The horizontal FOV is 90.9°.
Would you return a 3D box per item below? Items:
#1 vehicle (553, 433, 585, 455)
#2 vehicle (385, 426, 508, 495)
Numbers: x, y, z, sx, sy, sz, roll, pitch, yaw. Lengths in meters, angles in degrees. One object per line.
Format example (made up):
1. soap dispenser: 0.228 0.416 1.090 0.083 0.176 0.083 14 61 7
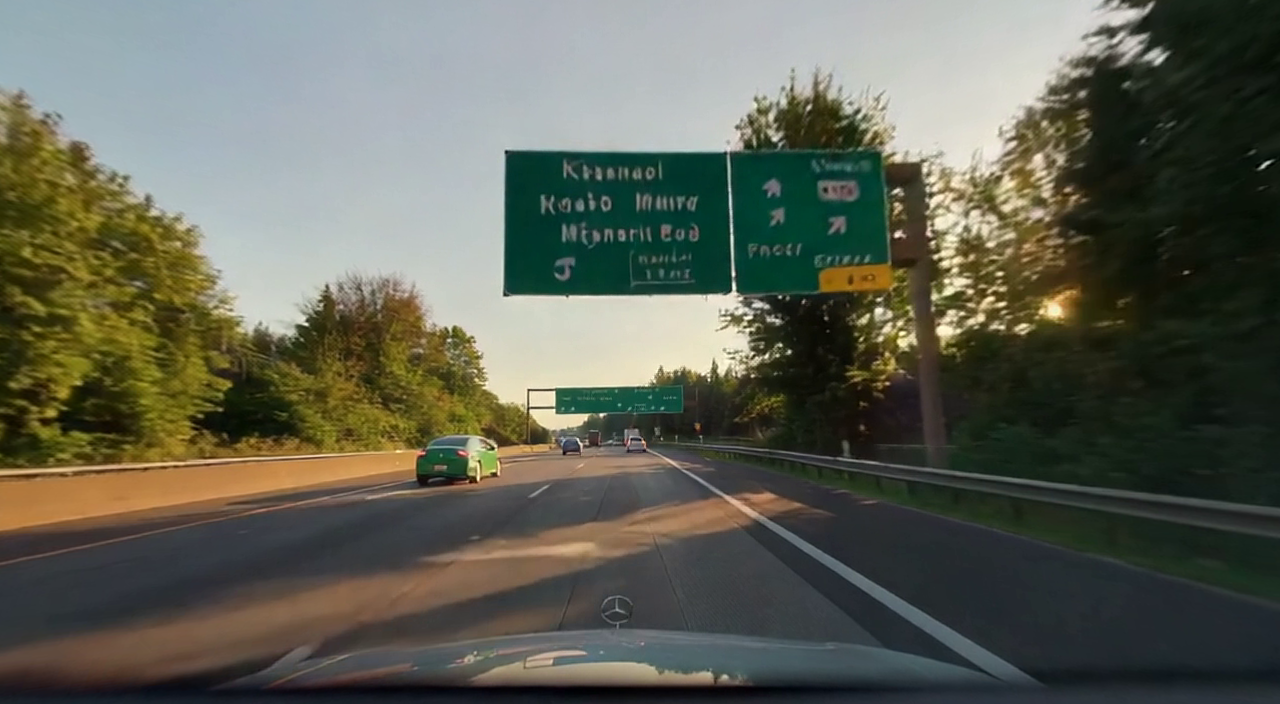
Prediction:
1. vehicle: -5.190 6.764 46.364 1.972 1.537 4.173 0 -8 -1
2. vehicle: -4.673 2.657 15.809 1.959 1.514 3.668 0 -8 -1
